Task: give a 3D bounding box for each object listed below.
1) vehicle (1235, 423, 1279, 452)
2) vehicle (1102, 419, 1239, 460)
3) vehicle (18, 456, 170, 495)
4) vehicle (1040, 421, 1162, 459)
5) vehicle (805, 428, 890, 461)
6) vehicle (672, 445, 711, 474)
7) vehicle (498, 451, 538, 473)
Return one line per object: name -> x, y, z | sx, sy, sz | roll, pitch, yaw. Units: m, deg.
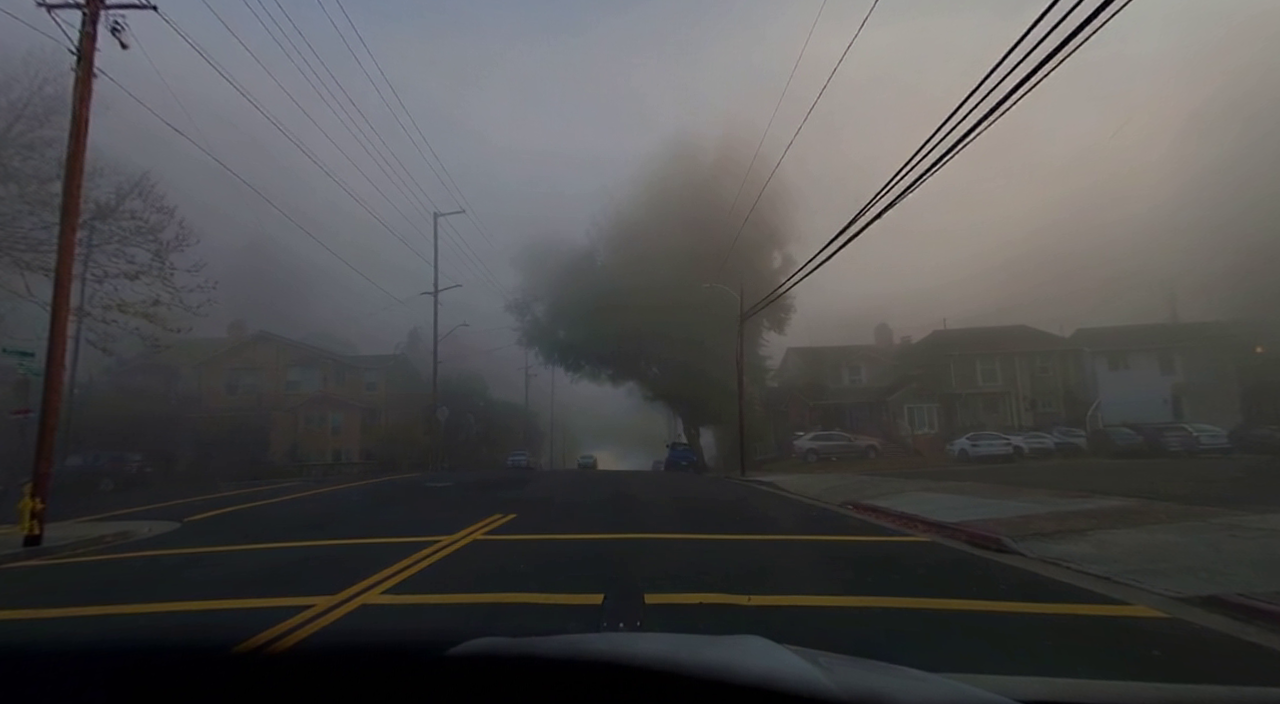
vehicle -> 33.077, 4.450, 32.836 | 3.433, 1.389, 1.683 | 3, -9, -22
vehicle -> 22.393, 3.747, 26.784 | 4.002, 1.505, 2.061 | -1, -10, -5
vehicle -> -22.308, 5.025, 25.935 | 4.424, 1.486, 1.814 | 0, -9, -2
vehicle -> 22.096, 4.187, 30.507 | 4.320, 1.673, 1.957 | -2, -5, 23
vehicle -> 11.228, 4.989, 34.072 | 4.509, 1.664, 1.981 | 6, -10, -35
vehicle -> 3.245, 6.856, 40.647 | 1.993, 1.755, 4.256 | 0, -8, -2
vehicle -> -8.552, 7.744, 44.678 | 2.066, 1.472, 4.353 | 0, -8, -2
